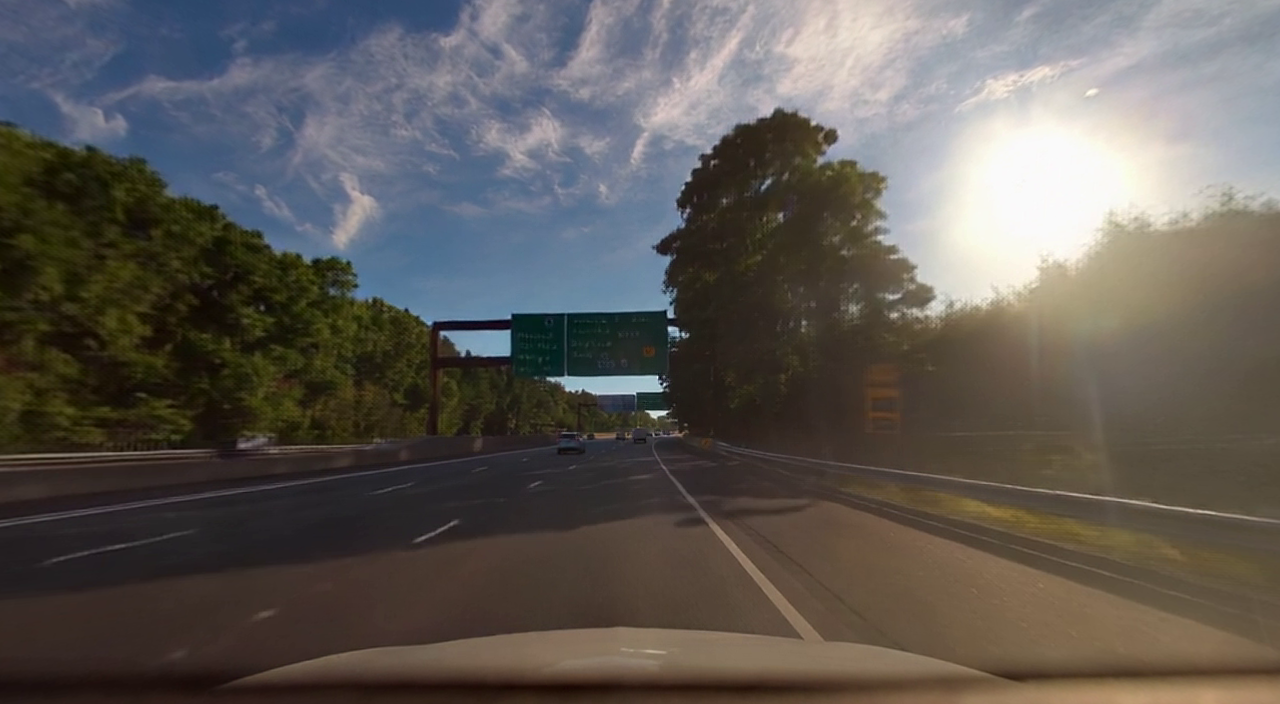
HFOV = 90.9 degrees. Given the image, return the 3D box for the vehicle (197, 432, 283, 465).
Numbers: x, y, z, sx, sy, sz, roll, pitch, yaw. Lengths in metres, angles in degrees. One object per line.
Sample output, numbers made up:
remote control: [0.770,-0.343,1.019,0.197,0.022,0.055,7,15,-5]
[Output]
vehicle: [-24.654,5.953,39.071,2.069,1.916,4.876,0,-8,0]

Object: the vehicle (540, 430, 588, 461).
vehicle: [-4.192,5.226,35.495,2.052,1.626,4.514,0,-8,1]

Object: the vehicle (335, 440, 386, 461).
vehicle: [-20.043,7.065,45.362,1.799,1.413,4.065,0,-8,0]
